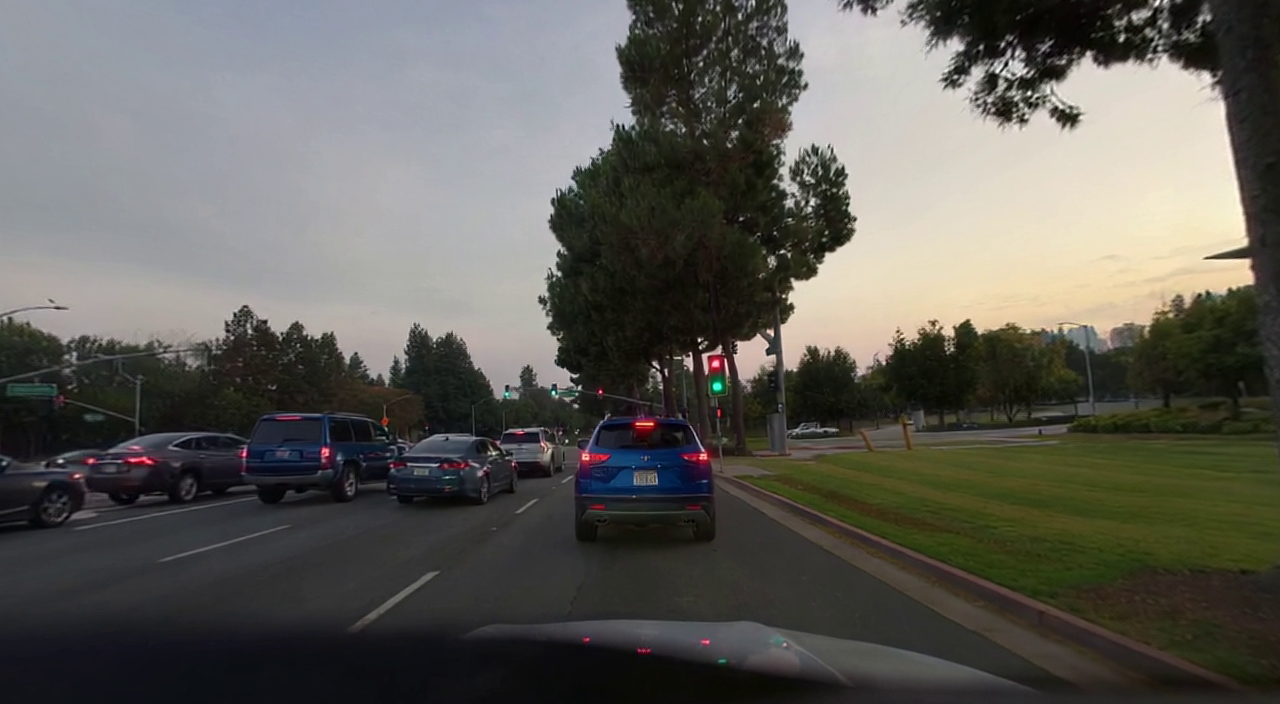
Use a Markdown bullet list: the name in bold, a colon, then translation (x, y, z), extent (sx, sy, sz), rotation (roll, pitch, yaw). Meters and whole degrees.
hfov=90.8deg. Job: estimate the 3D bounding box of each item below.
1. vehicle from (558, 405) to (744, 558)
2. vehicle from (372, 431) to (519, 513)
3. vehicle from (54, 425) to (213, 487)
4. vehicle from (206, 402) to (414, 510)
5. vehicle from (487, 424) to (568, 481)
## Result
- **vehicle**: translation (0.101, 1.760, 9.206), extent (2.055, 1.681, 4.270), rotation (0, -9, -1)
- **vehicle**: translation (-4.080, 2.587, 14.083), extent (1.942, 1.523, 4.212), rotation (0, -9, 0)
- **vehicle**: translation (-17.674, 3.655, 22.395), extent (2.136, 1.976, 4.342), rotation (0, -9, -3)
- **vehicle**: translation (-7.387, 2.429, 15.013), extent (2.195, 2.093, 5.185), rotation (0, -9, -1)
- **vehicle**: translation (-3.918, 3.611, 22.780), extent (2.043, 1.813, 4.549), rotation (0, -9, 0)
